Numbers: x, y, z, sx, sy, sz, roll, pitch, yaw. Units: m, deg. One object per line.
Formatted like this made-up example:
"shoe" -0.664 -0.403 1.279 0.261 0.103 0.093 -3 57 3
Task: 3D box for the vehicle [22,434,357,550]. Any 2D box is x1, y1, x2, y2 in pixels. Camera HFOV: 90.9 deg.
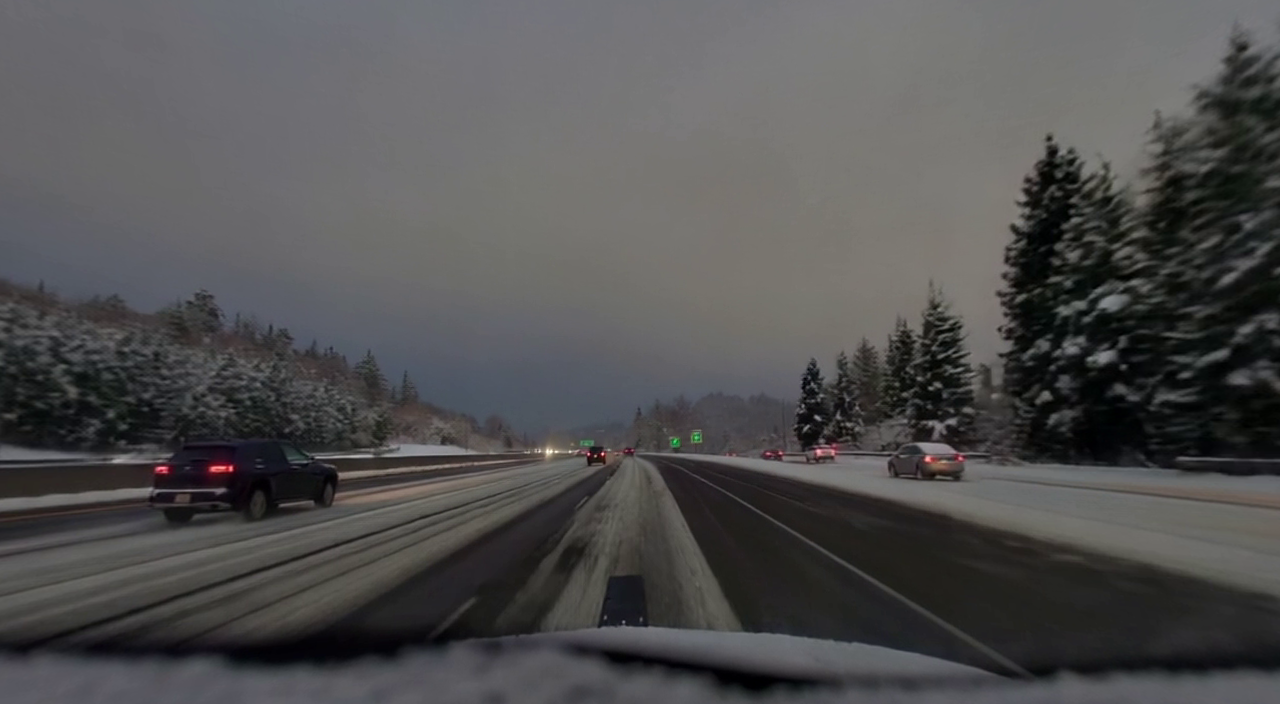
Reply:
"vehicle" -6.820 2.128 10.429 2.038 1.463 4.656 0 -8 1

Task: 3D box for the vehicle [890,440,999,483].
"vehicle" 11.928 4.309 25.183 2.201 1.535 4.735 0 -8 3
